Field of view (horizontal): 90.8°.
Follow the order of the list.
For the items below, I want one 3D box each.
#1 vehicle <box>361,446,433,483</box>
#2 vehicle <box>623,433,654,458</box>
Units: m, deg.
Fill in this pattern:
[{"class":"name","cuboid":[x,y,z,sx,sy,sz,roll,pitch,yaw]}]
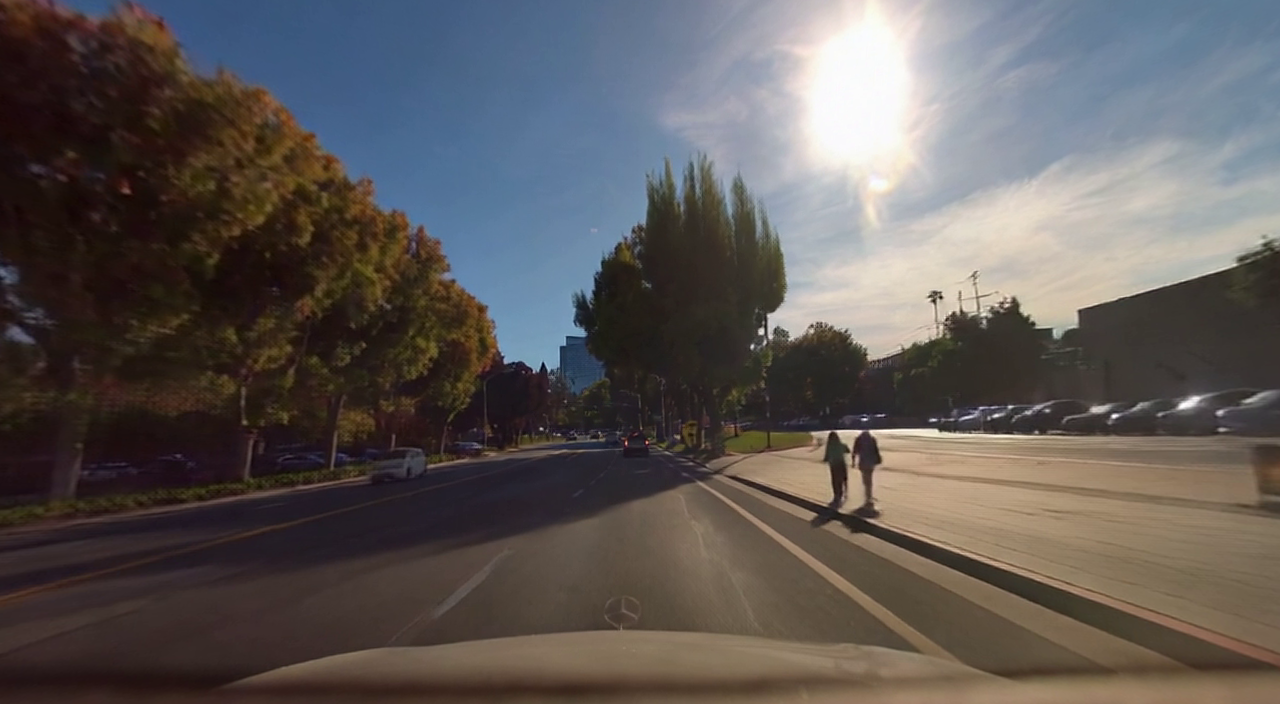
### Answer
[{"class":"vehicle","cuboid":[-12.356,5.700,32.470,2.117,1.724,4.366,0,-8,-2]},{"class":"vehicle","cuboid":[-0.130,6.949,46.957,2.228,1.790,4.180,0,-8,-1]}]
